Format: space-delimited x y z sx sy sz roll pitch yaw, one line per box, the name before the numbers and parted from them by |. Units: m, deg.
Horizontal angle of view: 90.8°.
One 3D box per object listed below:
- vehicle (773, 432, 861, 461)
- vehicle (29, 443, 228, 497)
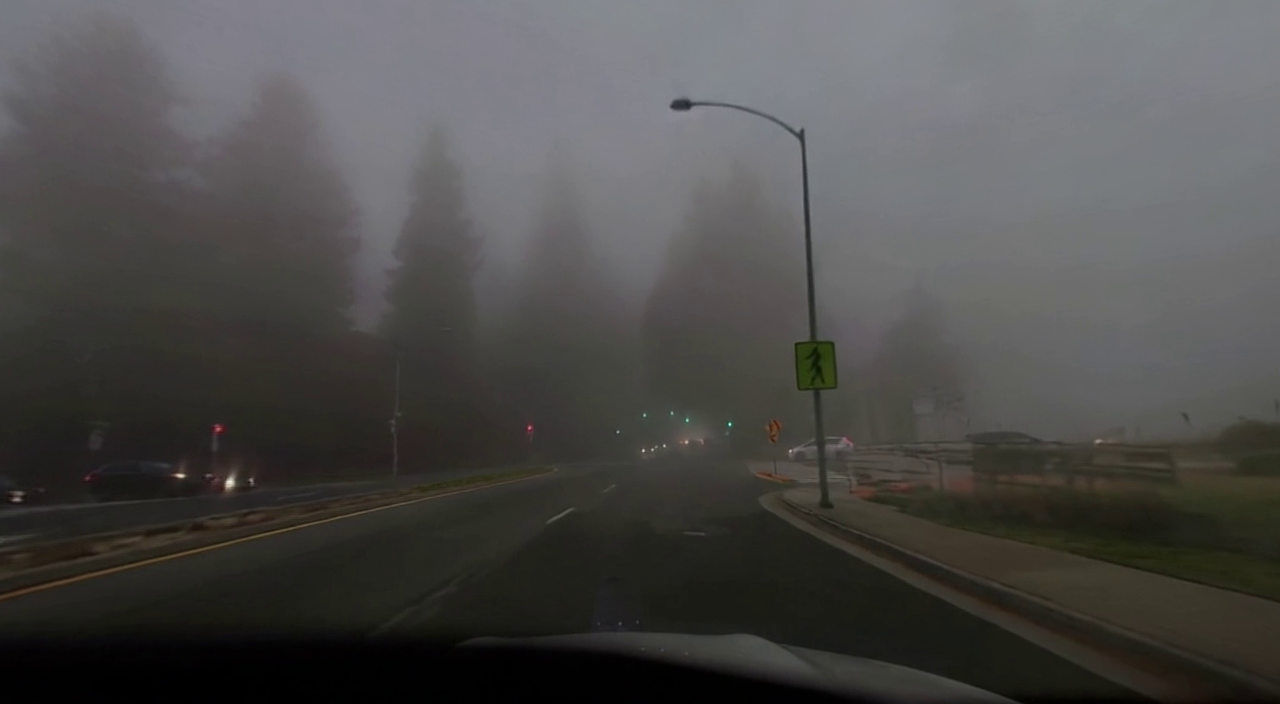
vehicle | 10.935 5.830 38.990 4.906 1.729 2.414 -4 -9 23
vehicle | -21.272 4.901 26.607 5.938 2.098 2.333 2 -9 -12
